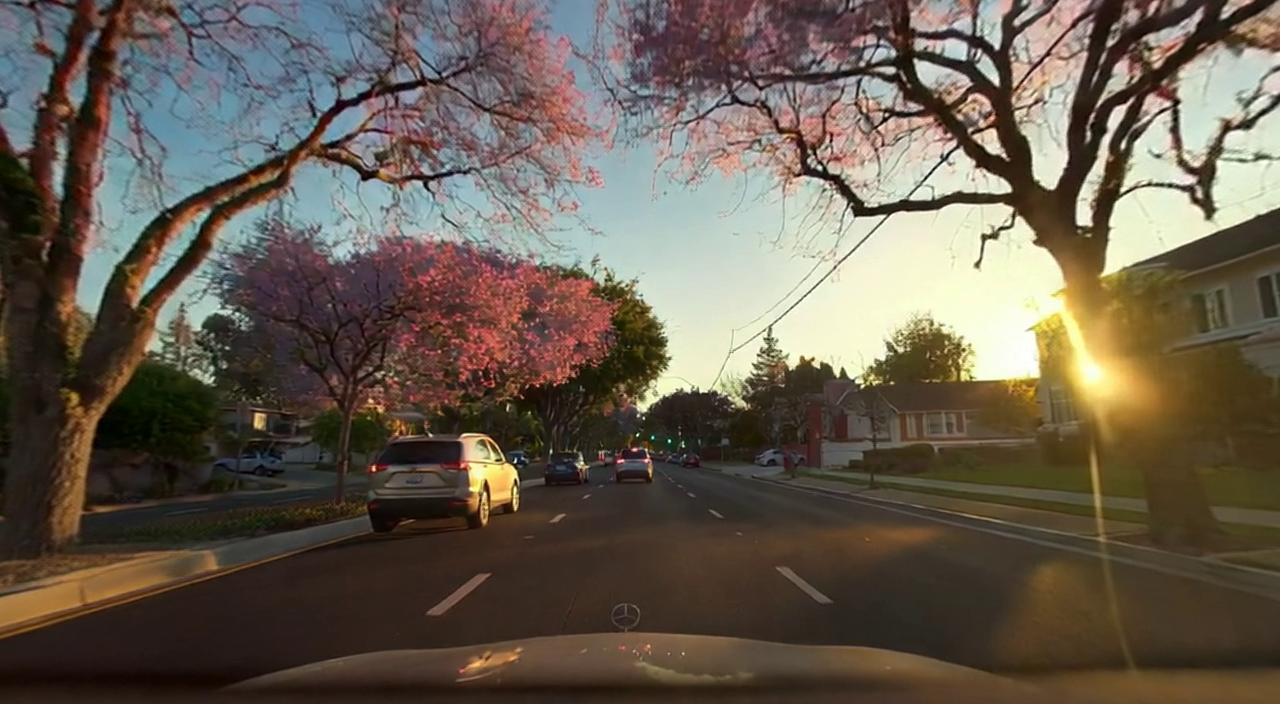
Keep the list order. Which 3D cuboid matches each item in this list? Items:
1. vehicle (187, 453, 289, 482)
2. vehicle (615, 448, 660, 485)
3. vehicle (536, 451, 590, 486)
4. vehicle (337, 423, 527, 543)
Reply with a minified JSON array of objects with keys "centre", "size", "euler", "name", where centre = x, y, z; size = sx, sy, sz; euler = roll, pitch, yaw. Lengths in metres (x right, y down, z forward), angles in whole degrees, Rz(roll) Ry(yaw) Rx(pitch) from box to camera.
[{"centre":[-28.586,8.213,45.182],"size":[5.692,1.926,2.274],"euler":[3,-9,-18],"name":"vehicle"},{"centre":[-0.118,5.431,30.214],"size":[1.997,1.636,3.760],"euler":[0,-8,0],"name":"vehicle"},{"centre":[-3.674,5.624,30.807],"size":[2.066,1.565,3.905],"euler":[0,-8,1],"name":"vehicle"},{"centre":[-3.806,2.482,12.689],"size":[2.161,1.919,4.798],"euler":[0,-8,0],"name":"vehicle"}]
